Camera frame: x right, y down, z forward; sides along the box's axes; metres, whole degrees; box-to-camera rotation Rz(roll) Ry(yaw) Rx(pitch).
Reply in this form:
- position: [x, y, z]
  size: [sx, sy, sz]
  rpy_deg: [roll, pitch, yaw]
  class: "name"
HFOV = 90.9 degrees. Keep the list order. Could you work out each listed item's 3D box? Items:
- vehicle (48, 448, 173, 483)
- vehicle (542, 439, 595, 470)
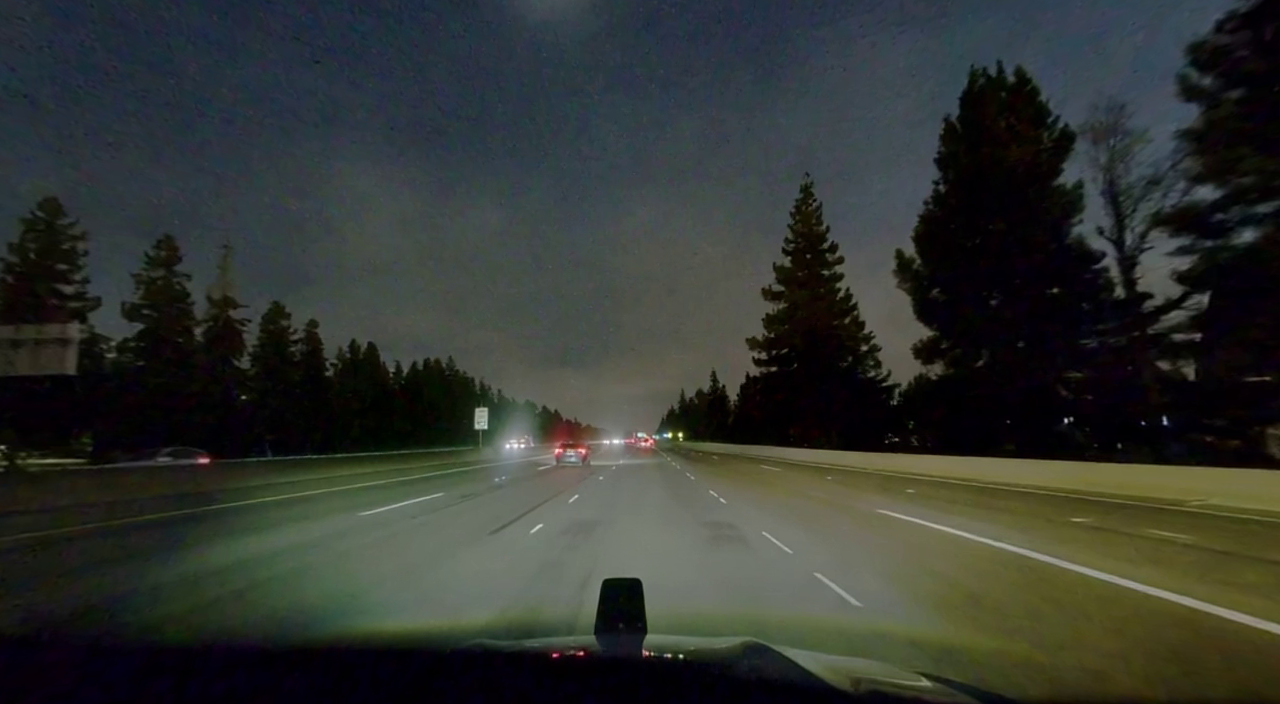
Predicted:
- position: [-24.424, 5.218, 29.352]
  size: [1.908, 1.439, 4.448]
  rpy_deg: [0, -8, 1]
  class: "vehicle"
- position: [-3.540, 5.176, 31.974]
  size: [2.128, 1.450, 4.078]
  rpy_deg: [0, -8, 1]
  class: "vehicle"
